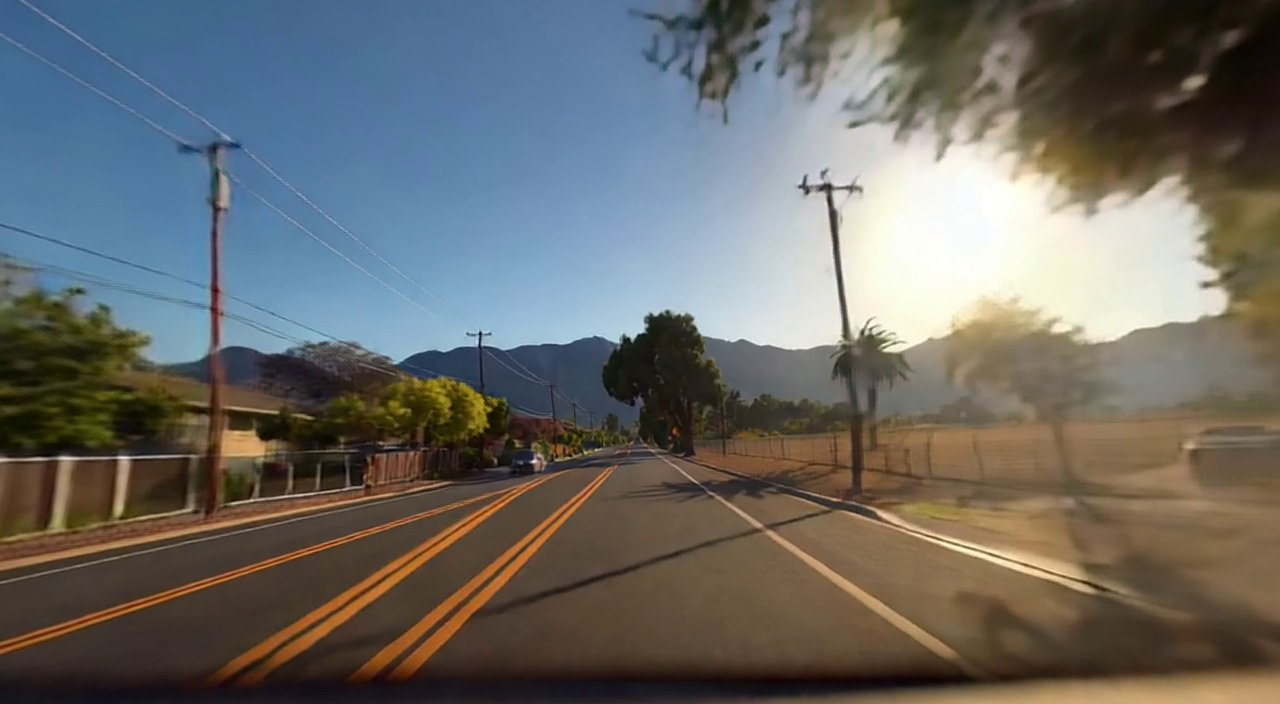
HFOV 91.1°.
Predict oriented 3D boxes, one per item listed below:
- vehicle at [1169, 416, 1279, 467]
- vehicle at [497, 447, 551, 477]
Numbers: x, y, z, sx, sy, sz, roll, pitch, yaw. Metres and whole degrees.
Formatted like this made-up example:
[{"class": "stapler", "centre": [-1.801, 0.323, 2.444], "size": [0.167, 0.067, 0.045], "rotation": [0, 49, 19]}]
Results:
[{"class": "vehicle", "centre": [21.602, 3.122, 21.799], "size": [4.554, 1.676, 1.864], "rotation": [0, -8, 5]}, {"class": "vehicle", "centre": [-6.274, 6.022, 34.621], "size": [1.973, 1.487, 4.612], "rotation": [0, -8, 2]}]
